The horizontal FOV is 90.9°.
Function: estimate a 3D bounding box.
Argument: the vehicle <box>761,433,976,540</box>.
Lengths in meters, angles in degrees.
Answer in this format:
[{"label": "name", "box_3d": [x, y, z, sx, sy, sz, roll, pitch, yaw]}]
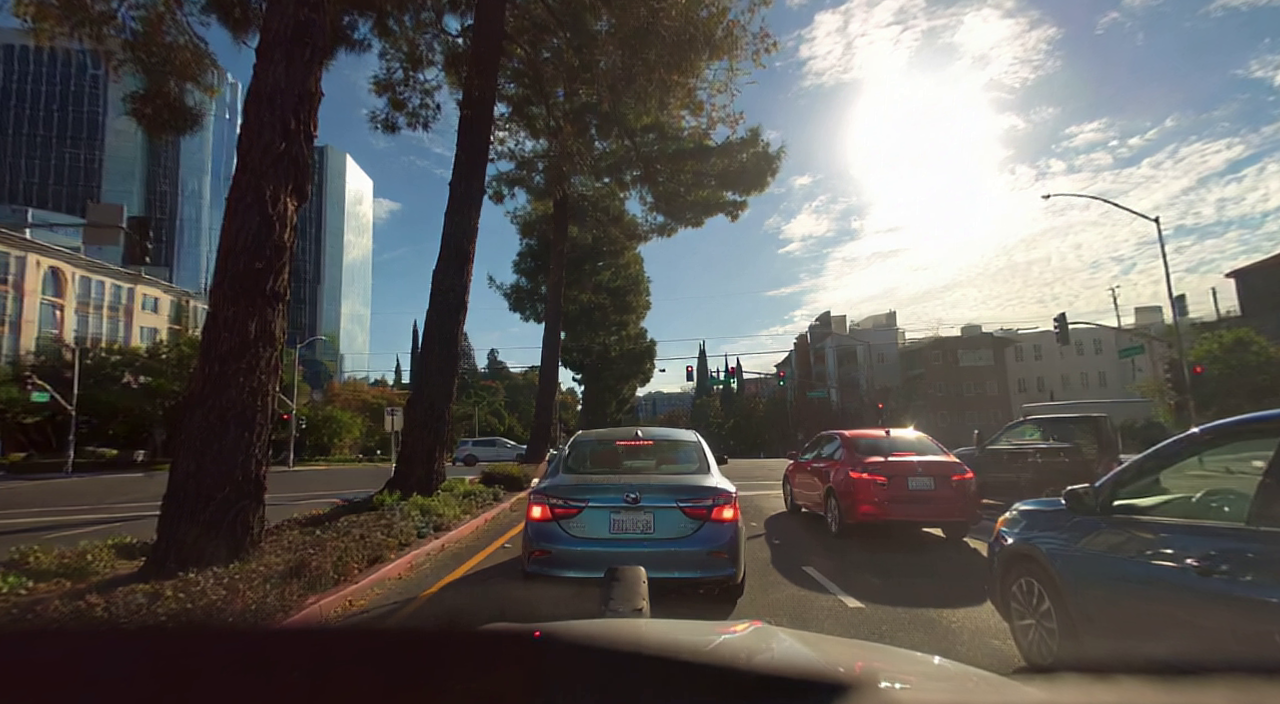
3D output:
[{"label": "vehicle", "box_3d": [3.689, 2.258, 11.299, 2.054, 1.482, 4.654, 0, -9, -1]}]

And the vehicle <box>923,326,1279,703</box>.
[{"label": "vehicle", "box_3d": [3.718, 0.937, 3.422, 2.162, 1.829, 4.519, 0, -9, -1]}]

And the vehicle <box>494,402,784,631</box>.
[{"label": "vehicle", "box_3d": [-0.020, 1.470, 6.506, 2.074, 1.631, 3.793, 0, -9, 0]}]
